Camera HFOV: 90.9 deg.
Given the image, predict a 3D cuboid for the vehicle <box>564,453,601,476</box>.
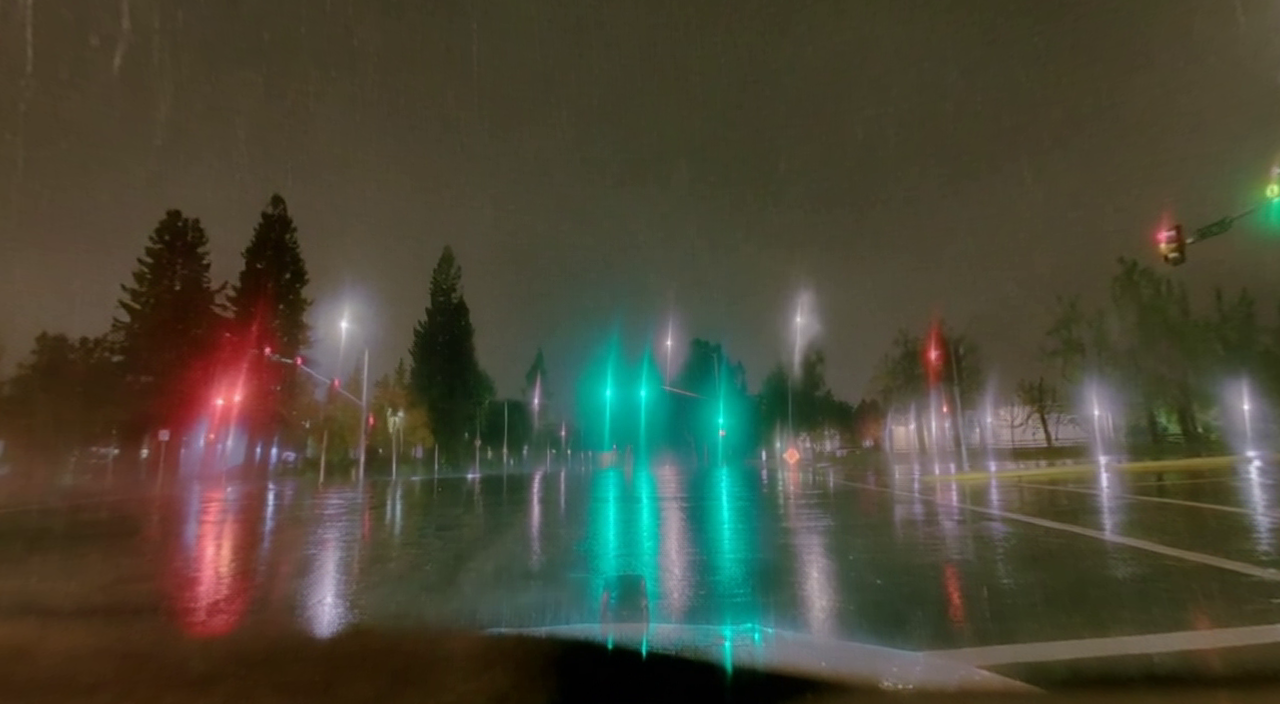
[{"bbox_3d":[-4.474,8.844,49.823,2.030,1.704,4.205,-1,-8,7],"label":"vehicle"}]
